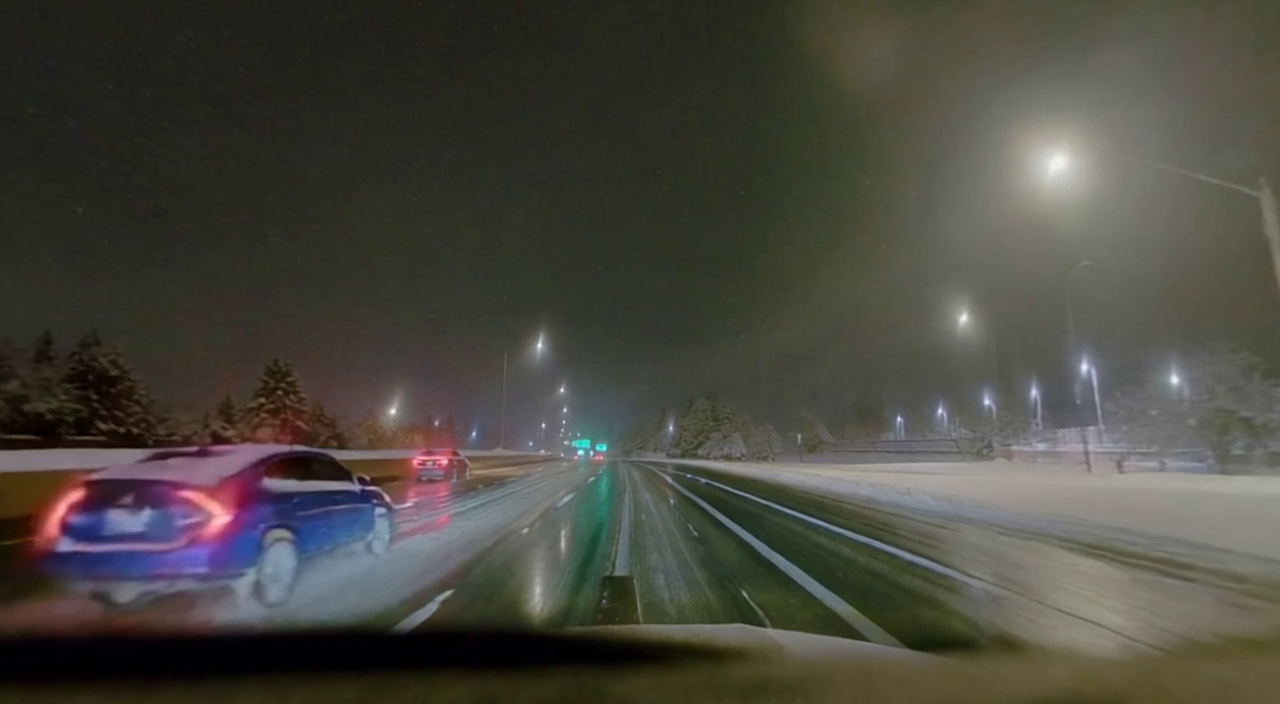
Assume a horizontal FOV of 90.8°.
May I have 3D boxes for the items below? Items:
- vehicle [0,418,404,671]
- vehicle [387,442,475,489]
[{"bbox_3d":[-4.120,1.488,6.022,2.050,1.507,4.316,0,-9,0],"label":"vehicle"},{"bbox_3d":[-7.688,4.210,23.739,1.924,1.601,4.115,0,-9,-1],"label":"vehicle"}]
